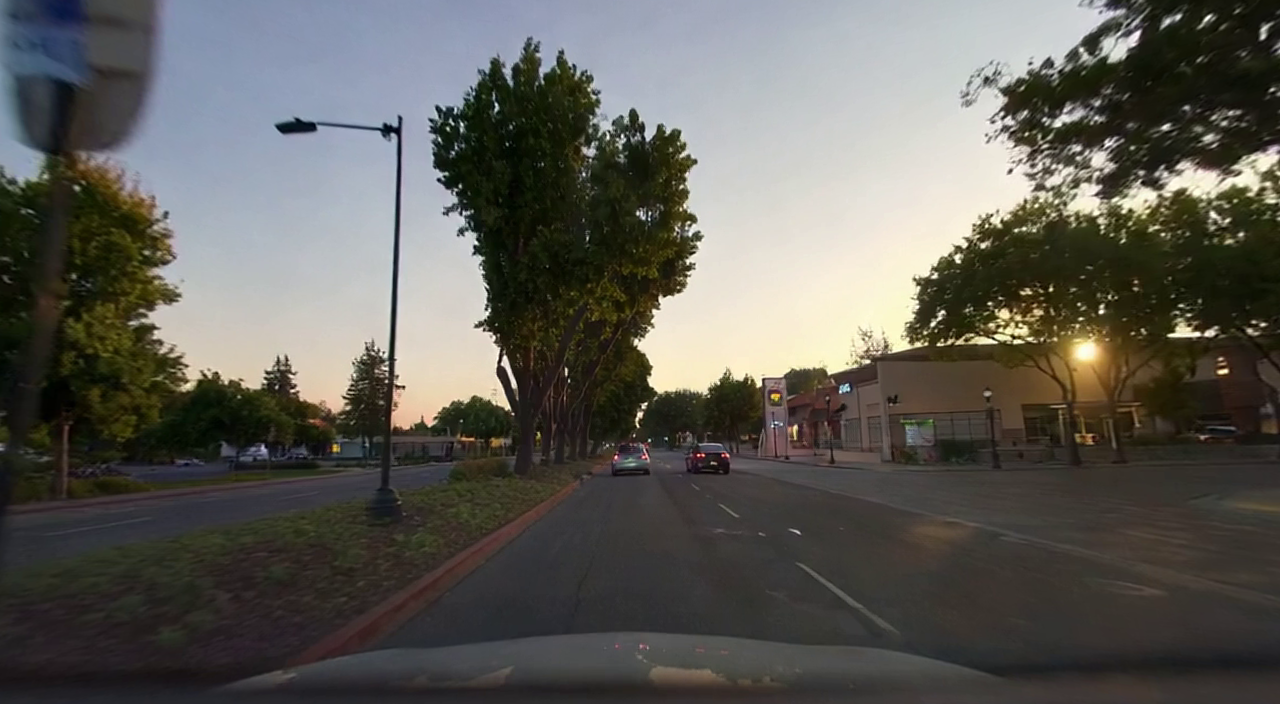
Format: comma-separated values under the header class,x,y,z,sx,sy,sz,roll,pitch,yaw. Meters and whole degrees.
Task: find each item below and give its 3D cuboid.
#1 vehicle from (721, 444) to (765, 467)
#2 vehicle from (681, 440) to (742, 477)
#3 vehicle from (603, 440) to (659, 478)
class,x,y,z,sx,sy,sz,roll,pitch,yaw
vehicle,6.580,6.635,40.648,2.068,1.393,3.874,0,-8,-1
vehicle,3.121,4.776,28.642,2.057,1.491,4.675,0,-8,-2
vehicle,-0.421,4.610,27.476,2.242,1.474,4.127,0,-8,-1
